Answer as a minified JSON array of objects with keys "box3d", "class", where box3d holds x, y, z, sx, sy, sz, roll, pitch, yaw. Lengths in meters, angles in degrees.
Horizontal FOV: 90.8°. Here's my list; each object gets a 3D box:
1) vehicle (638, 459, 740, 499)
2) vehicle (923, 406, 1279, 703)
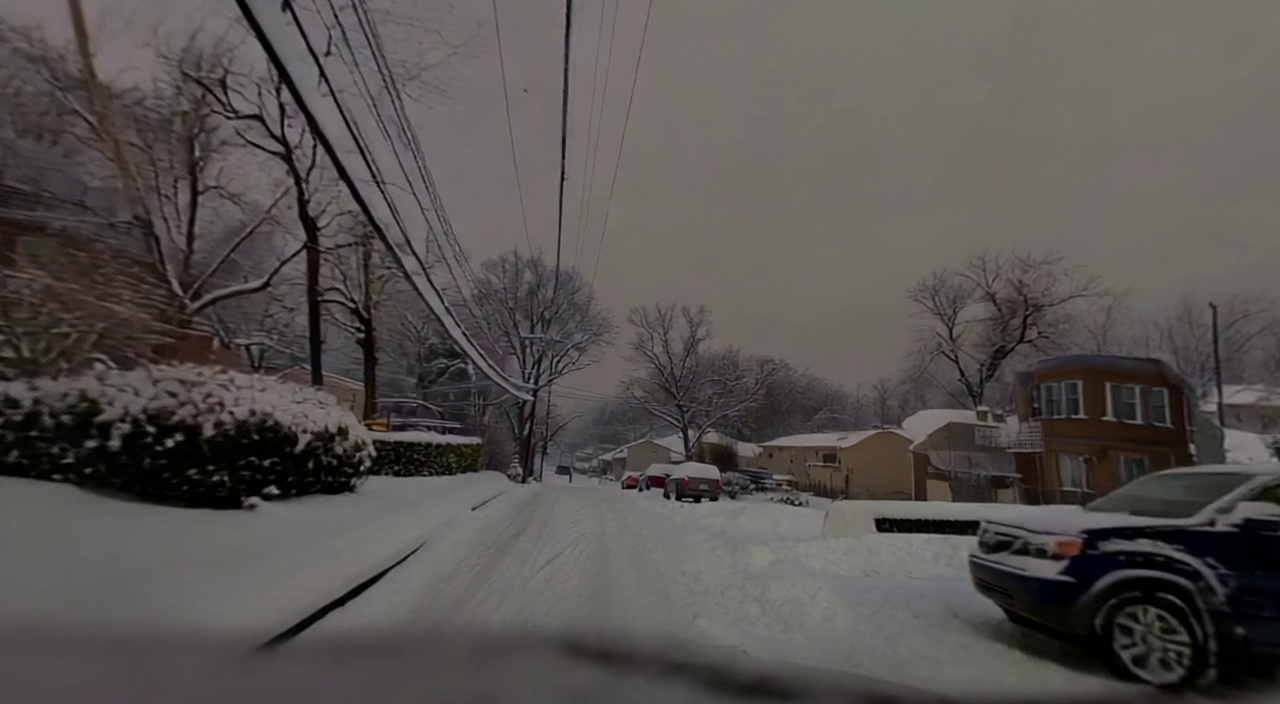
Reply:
[{"box3d":[2.222,5.881,29.487,4.413,1.728,1.869,1,-9,-10],"class":"vehicle"},{"box3d":[4.989,1.610,4.980,4.501,1.678,2.078,7,-9,-1],"class":"vehicle"}]
